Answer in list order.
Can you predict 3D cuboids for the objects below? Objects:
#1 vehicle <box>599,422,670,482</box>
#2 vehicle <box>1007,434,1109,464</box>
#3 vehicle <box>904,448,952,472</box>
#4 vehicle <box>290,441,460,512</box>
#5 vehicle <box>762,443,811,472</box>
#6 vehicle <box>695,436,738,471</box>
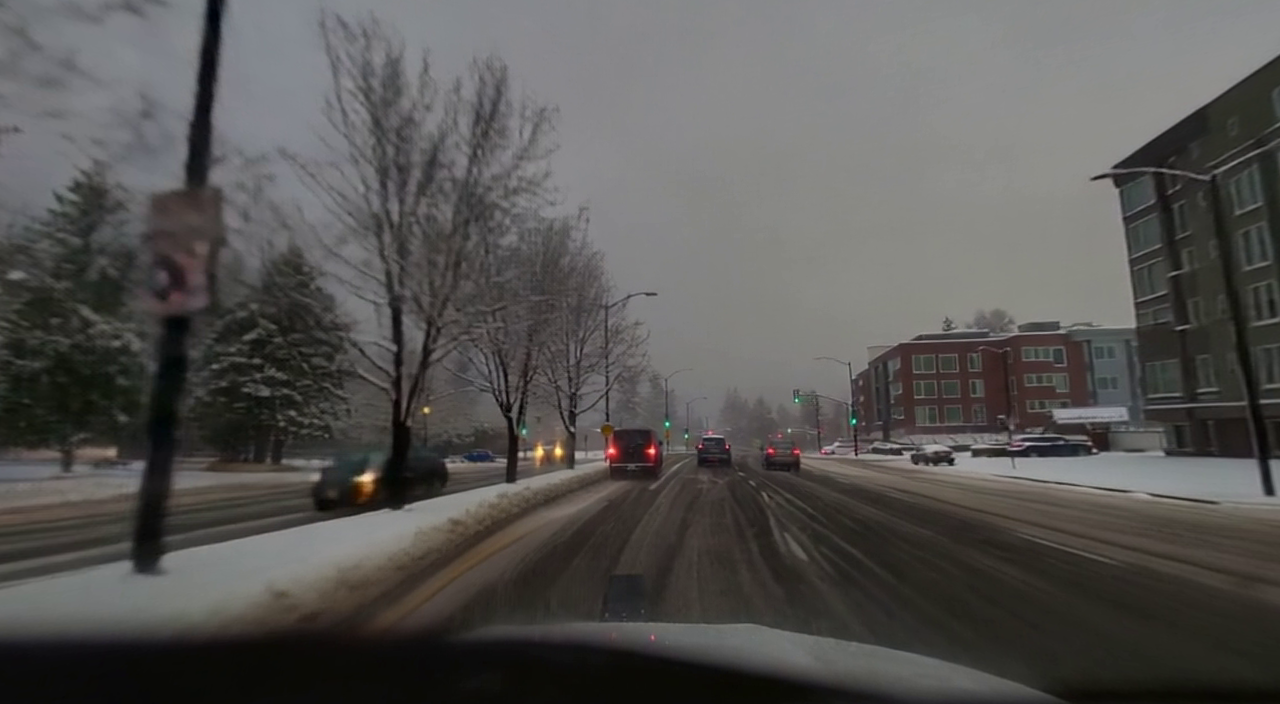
[{"bbox_3d":[-0.090,3.956,25.156,2.396,2.143,4.824,-1,-8,5],"label":"vehicle"},{"bbox_3d":[27.715,6.451,42.004,5.050,1.756,2.206,-3,-10,8],"label":"vehicle"},{"bbox_3d":[18.531,6.954,40.744,1.706,1.474,3.761,-1,-9,7],"label":"vehicle"},{"bbox_3d":[-6.254,2.957,15.572,1.955,1.460,4.434,-1,-8,5],"label":"vehicle"},{"bbox_3d":[8.287,5.982,35.994,2.075,1.486,4.316,-1,-8,5],"label":"vehicle"},{"bbox_3d":[4.255,5.664,35.401,2.222,1.841,4.031,-1,-9,6],"label":"vehicle"}]
